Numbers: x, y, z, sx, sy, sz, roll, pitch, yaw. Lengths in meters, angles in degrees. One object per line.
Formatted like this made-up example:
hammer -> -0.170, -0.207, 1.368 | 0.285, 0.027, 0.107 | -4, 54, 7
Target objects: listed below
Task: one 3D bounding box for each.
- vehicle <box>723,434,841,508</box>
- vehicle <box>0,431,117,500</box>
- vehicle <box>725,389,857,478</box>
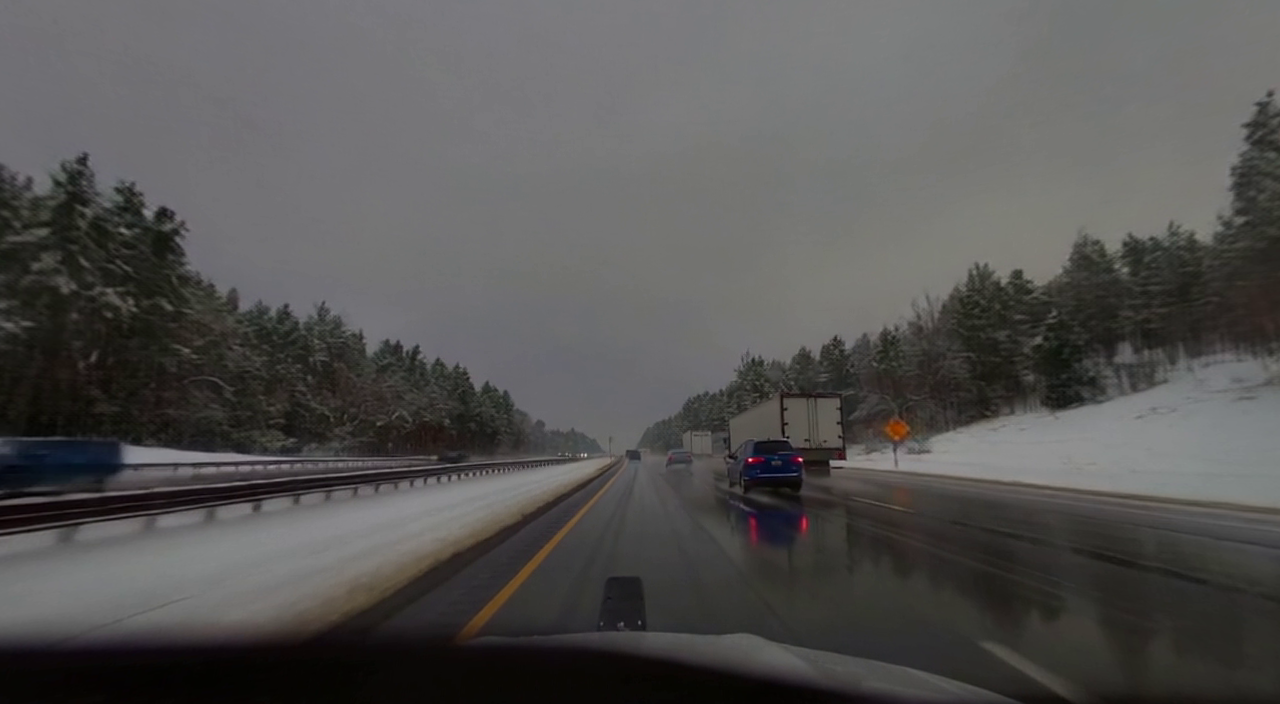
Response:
vehicle -> 3.493, 3.029, 16.404 | 2.022, 1.658, 4.132 | 0, -9, -1
vehicle -> -15.434, 2.758, 15.405 | 1.865, 1.532, 3.932 | 0, -9, 0
vehicle -> 7.963, 4.979, 36.932 | 3.441, 4.016, 16.812 | 0, -9, -1
